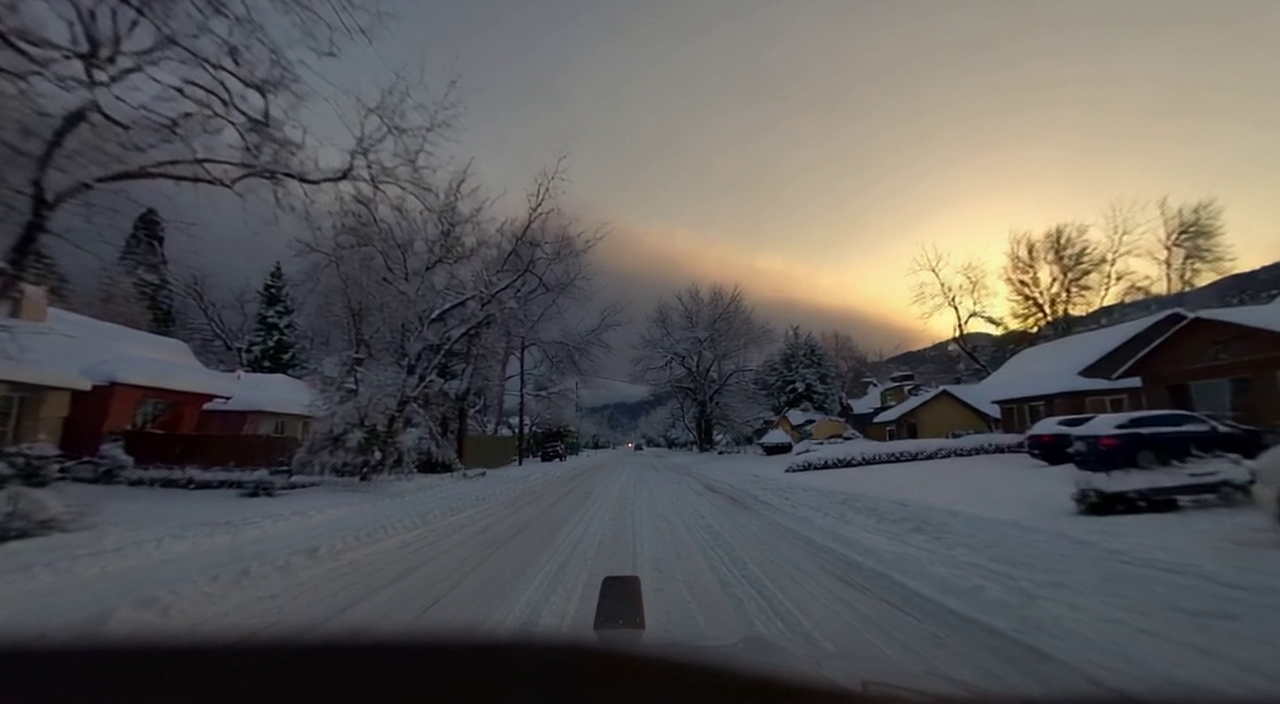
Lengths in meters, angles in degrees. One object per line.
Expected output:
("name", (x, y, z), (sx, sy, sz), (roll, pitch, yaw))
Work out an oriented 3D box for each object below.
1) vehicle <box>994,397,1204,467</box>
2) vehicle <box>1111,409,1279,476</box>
("vehicle", (14.169, 2.508, 19.743), (4.833, 1.843, 2.094), (-2, -8, -1))
("vehicle", (14.930, 2.306, 16.253), (4.045, 1.570, 1.864), (-1, -7, 1))
